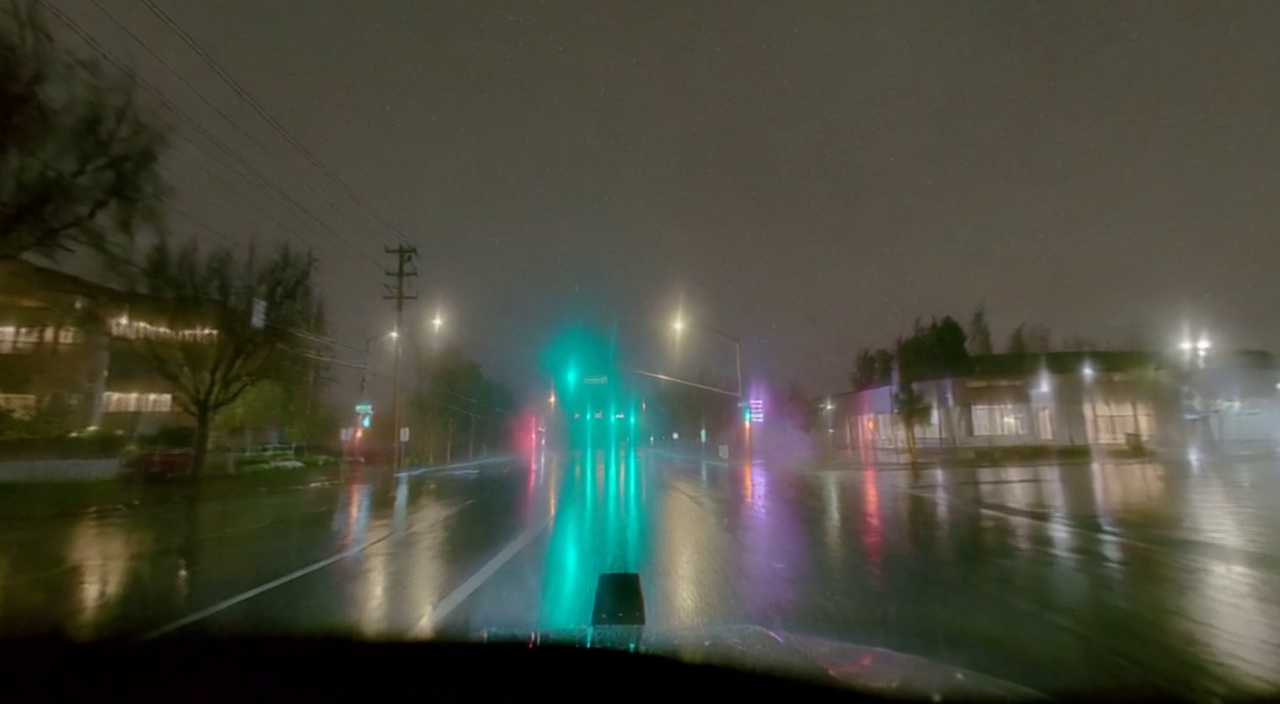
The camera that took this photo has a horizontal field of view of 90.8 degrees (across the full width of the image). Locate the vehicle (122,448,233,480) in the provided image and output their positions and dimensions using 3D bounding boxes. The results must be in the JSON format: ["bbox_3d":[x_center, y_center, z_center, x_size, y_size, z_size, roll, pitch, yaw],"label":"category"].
[{"bbox_3d":[-26.254,6.382,36.042,4.577,1.584,2.000,3,-7,-7],"label":"vehicle"}]
